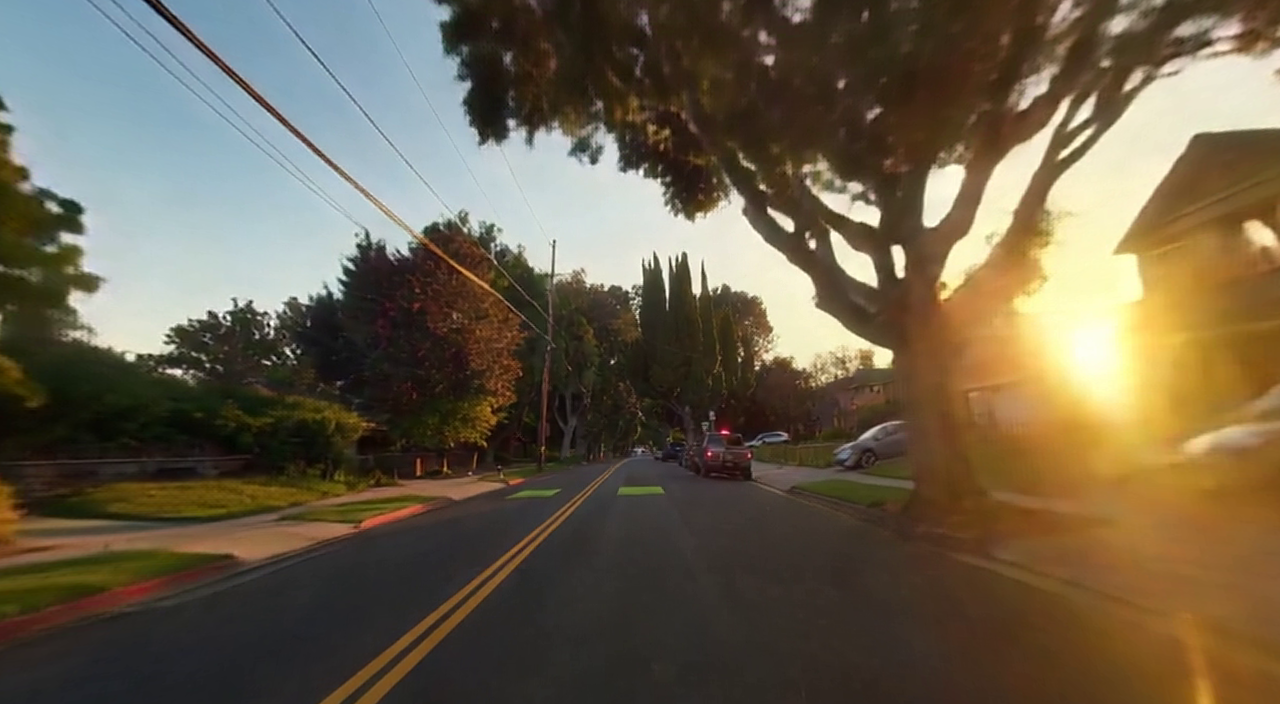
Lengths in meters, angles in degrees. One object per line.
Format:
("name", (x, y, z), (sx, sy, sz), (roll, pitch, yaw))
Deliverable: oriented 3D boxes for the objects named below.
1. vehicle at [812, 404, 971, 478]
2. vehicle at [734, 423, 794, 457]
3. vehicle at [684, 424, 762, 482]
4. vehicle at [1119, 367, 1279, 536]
("vehicle", (8.585, 3.081, 21.893), (4.418, 1.648, 2.017), (-10, -8, -1))
("vehicle", (9.690, 6.909, 49.544), (4.008, 1.765, 1.880), (-12, -8, -1))
("vehicle", (3.144, 4.021, 25.357), (2.347, 2.070, 5.735), (0, -9, 0))
("vehicle", (9.447, 0.991, 8.139), (4.922, 1.846, 1.941), (-6, -8, -5))
